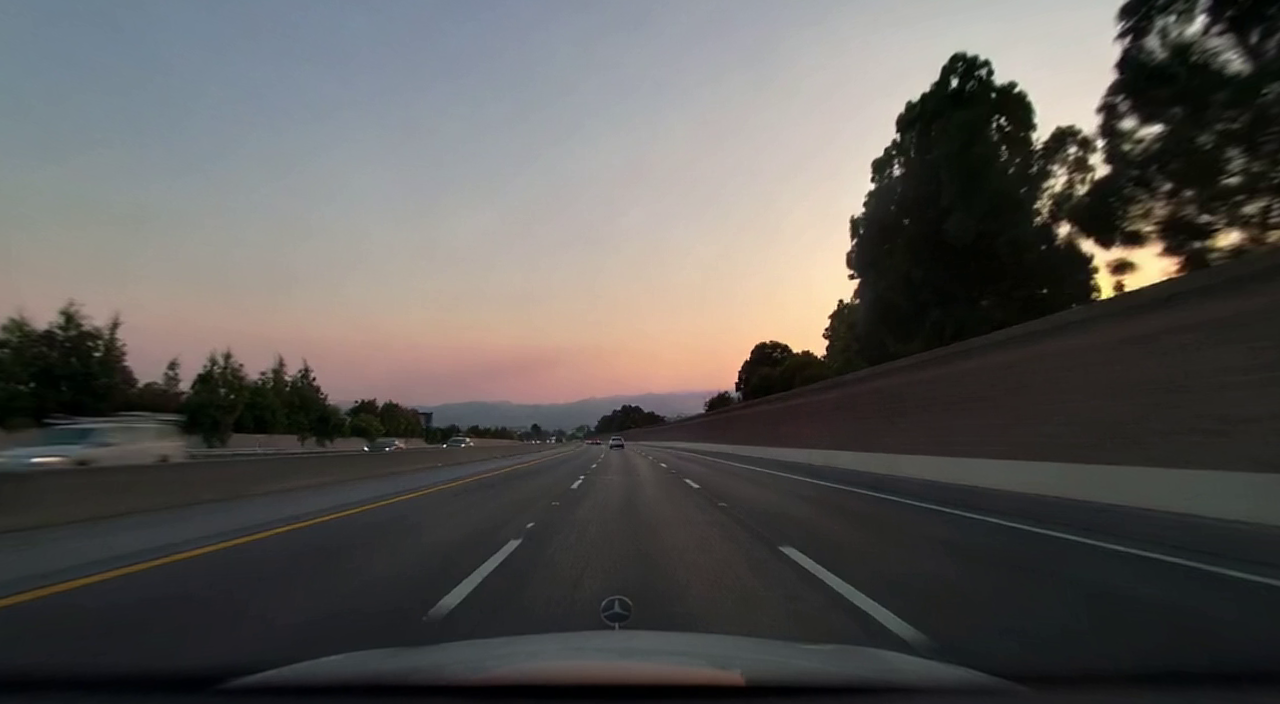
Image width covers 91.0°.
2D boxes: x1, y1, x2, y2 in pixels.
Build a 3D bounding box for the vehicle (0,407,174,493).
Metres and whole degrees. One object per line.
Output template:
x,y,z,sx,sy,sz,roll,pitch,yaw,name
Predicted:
-15.984,2.682,17.389,2.107,1.988,5.424,0,-8,-1,vehicle
